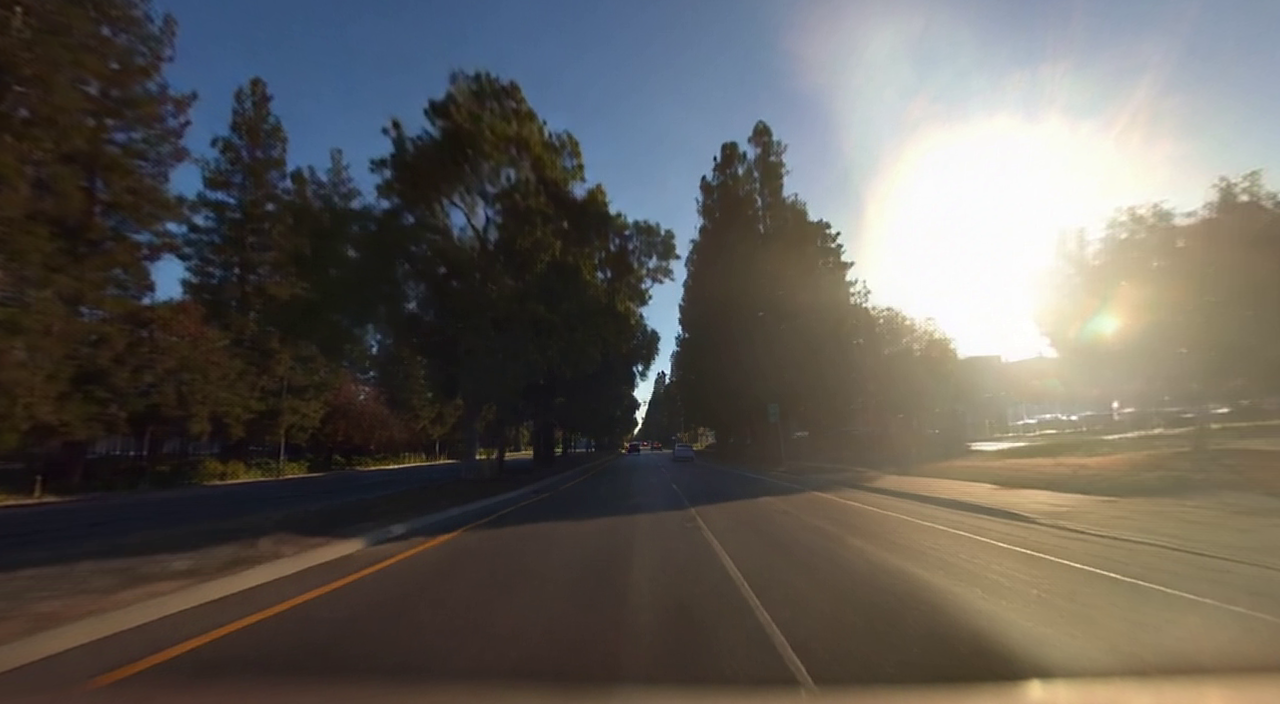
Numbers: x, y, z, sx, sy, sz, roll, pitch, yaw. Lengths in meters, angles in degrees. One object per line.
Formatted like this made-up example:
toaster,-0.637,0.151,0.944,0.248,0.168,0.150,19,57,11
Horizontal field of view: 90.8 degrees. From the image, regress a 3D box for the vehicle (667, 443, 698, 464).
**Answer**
vehicle,3.146,7.667,47.747,1.925,1.488,4.271,0,-8,-1
